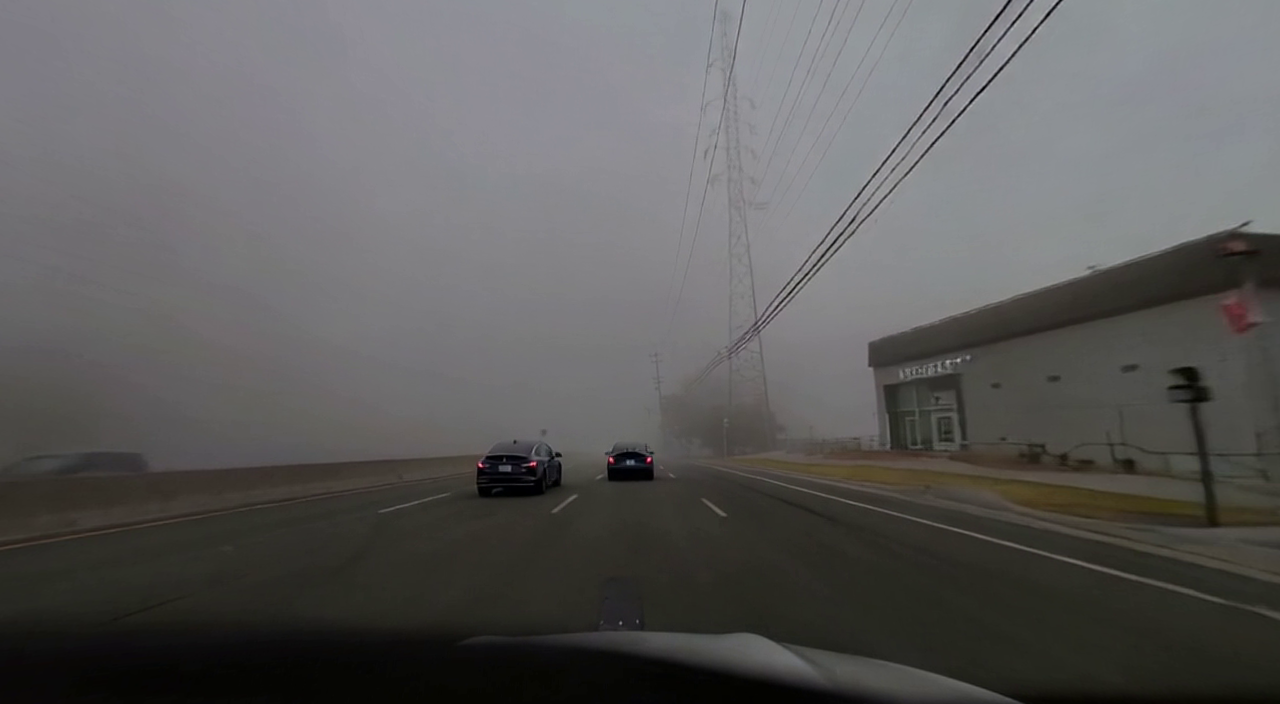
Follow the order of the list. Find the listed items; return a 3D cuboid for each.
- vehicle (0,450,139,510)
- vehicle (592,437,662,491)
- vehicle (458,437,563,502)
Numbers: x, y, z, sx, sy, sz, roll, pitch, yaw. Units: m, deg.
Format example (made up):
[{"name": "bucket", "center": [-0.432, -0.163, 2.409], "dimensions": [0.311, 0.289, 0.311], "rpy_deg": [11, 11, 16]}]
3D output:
[{"name": "vehicle", "center": [-19.299, 4.070, 20.677], "dimensions": [2.040, 1.696, 4.591], "rpy_deg": [0, -8, 0]}, {"name": "vehicle", "center": [-0.418, 3.783, 21.726], "dimensions": [2.189, 1.652, 4.135], "rpy_deg": [0, -8, 0]}, {"name": "vehicle", "center": [-3.559, 3.326, 18.365], "dimensions": [1.985, 1.607, 4.892], "rpy_deg": [0, -8, 1]}]
